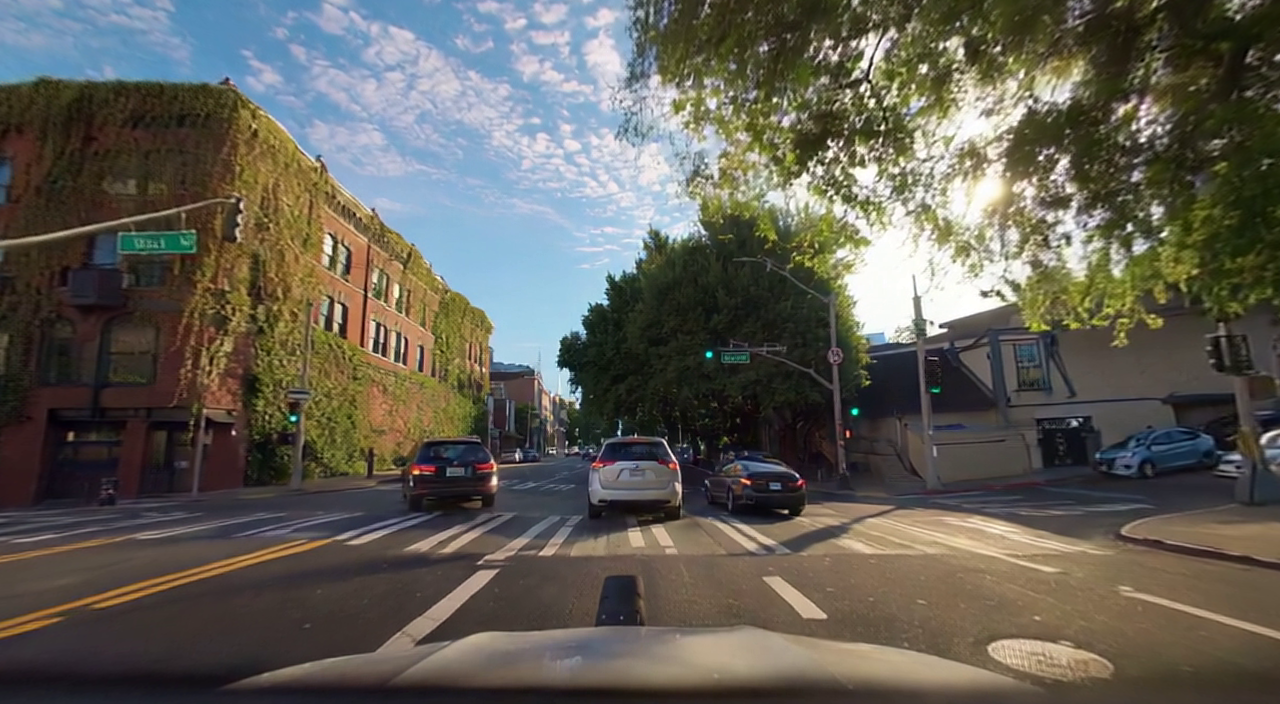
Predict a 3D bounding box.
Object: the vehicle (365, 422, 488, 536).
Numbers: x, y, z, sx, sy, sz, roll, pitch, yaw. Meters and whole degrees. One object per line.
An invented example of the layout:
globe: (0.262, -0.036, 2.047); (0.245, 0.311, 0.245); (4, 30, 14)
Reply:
vehicle: (-4.148, 2.389, 12.499); (1.855, 1.812, 4.244); (3, -9, -17)

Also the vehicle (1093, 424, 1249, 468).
vehicle: (20.879, 3.719, 24.992); (4.355, 1.663, 1.948); (0, -9, 0)

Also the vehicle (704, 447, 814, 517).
vehicle: (2.765, 3.097, 15.628); (1.852, 1.462, 4.155); (0, -8, -1)

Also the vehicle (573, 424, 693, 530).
vehicle: (-0.175, 2.536, 13.464); (2.105, 1.842, 4.537); (0, -8, -1)
